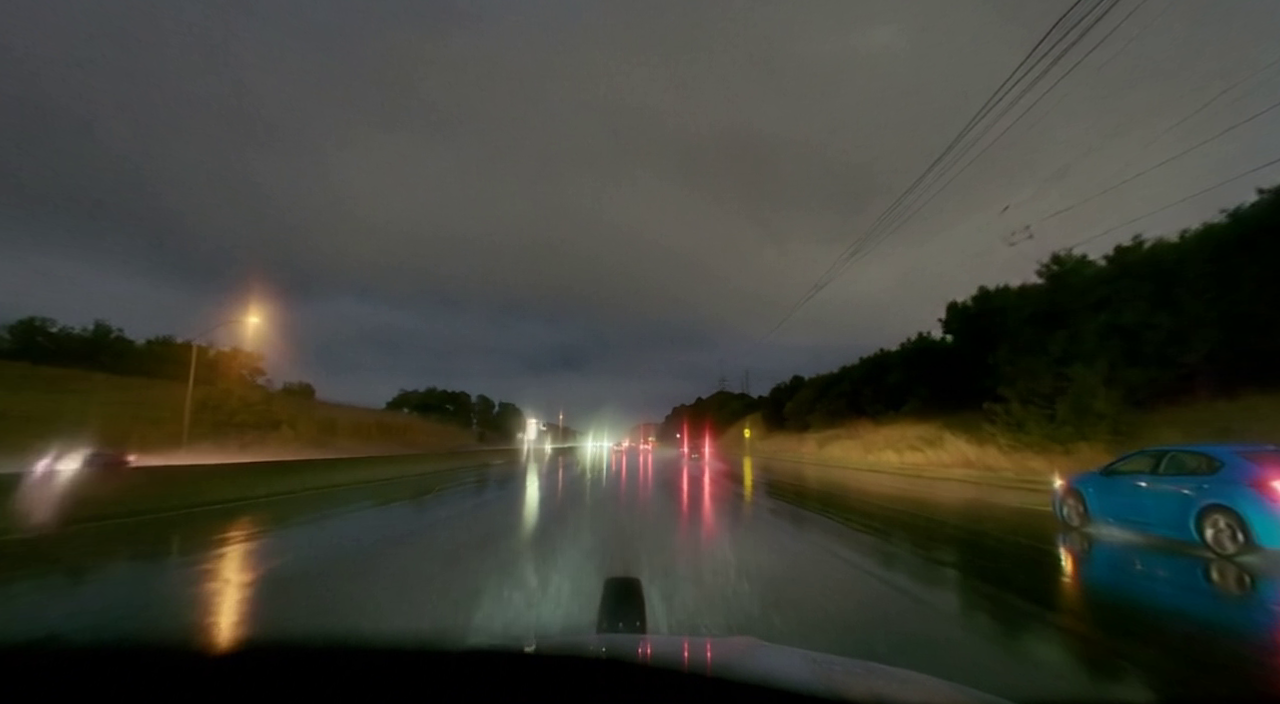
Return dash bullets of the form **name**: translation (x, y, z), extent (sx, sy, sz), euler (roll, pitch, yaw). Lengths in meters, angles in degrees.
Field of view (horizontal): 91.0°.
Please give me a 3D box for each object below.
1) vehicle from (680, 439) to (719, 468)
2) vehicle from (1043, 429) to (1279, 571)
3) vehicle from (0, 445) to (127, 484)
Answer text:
- **vehicle**: translation (3.826, 6.596, 41.189), extent (2.159, 1.782, 4.673), euler (0, -8, 0)
- **vehicle**: translation (8.052, 1.881, 8.578), extent (1.970, 1.545, 4.818), euler (0, -8, 0)
- **vehicle**: translation (-23.609, 4.578, 25.941), extent (1.655, 1.474, 3.715), euler (0, -8, 2)
